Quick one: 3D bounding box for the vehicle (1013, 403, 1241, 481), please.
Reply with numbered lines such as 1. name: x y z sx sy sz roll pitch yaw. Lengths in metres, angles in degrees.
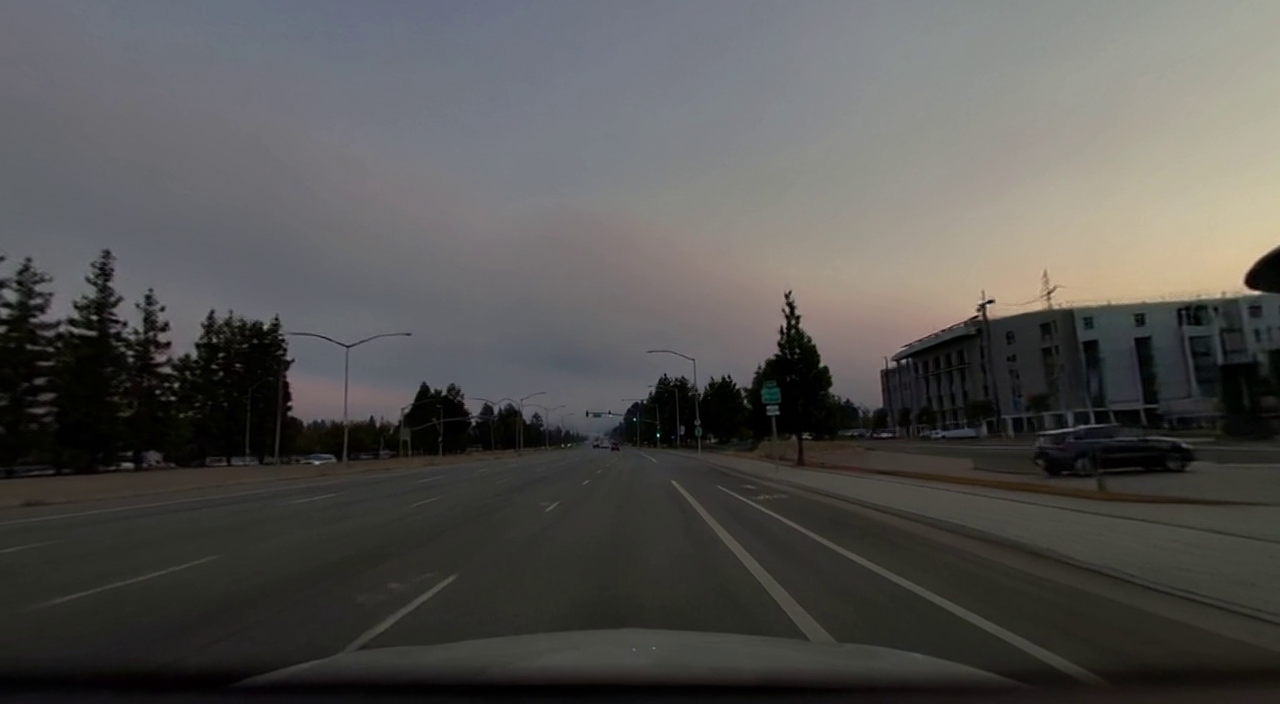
1. vehicle: 13.907 2.602 18.290 4.702 1.853 2.069 -4 -8 2
